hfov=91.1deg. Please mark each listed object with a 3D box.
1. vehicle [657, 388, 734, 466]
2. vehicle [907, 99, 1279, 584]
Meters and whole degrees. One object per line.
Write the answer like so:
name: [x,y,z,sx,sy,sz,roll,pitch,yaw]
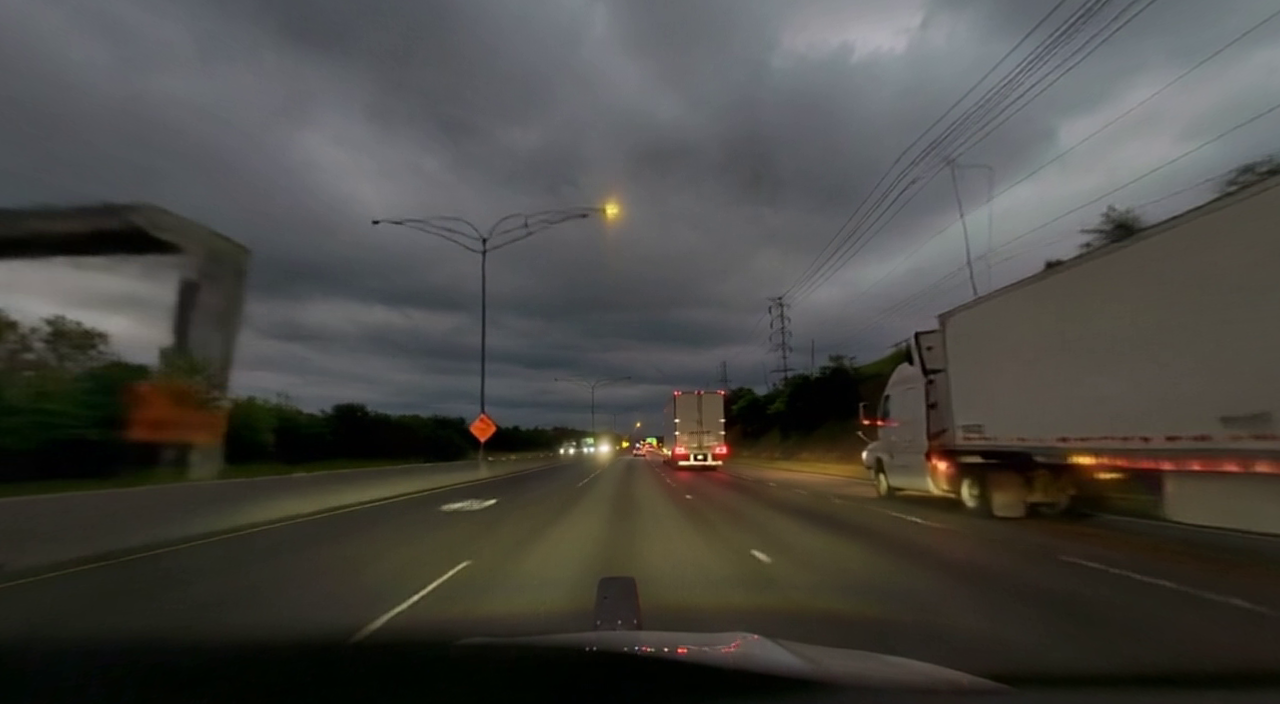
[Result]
vehicle: [3.090,5.157,41.212,3.202,4.046,17.146,0,-9,-1]
vehicle: [7.248,-0.340,3.853,3.400,4.134,17.388,0,-9,-1]
